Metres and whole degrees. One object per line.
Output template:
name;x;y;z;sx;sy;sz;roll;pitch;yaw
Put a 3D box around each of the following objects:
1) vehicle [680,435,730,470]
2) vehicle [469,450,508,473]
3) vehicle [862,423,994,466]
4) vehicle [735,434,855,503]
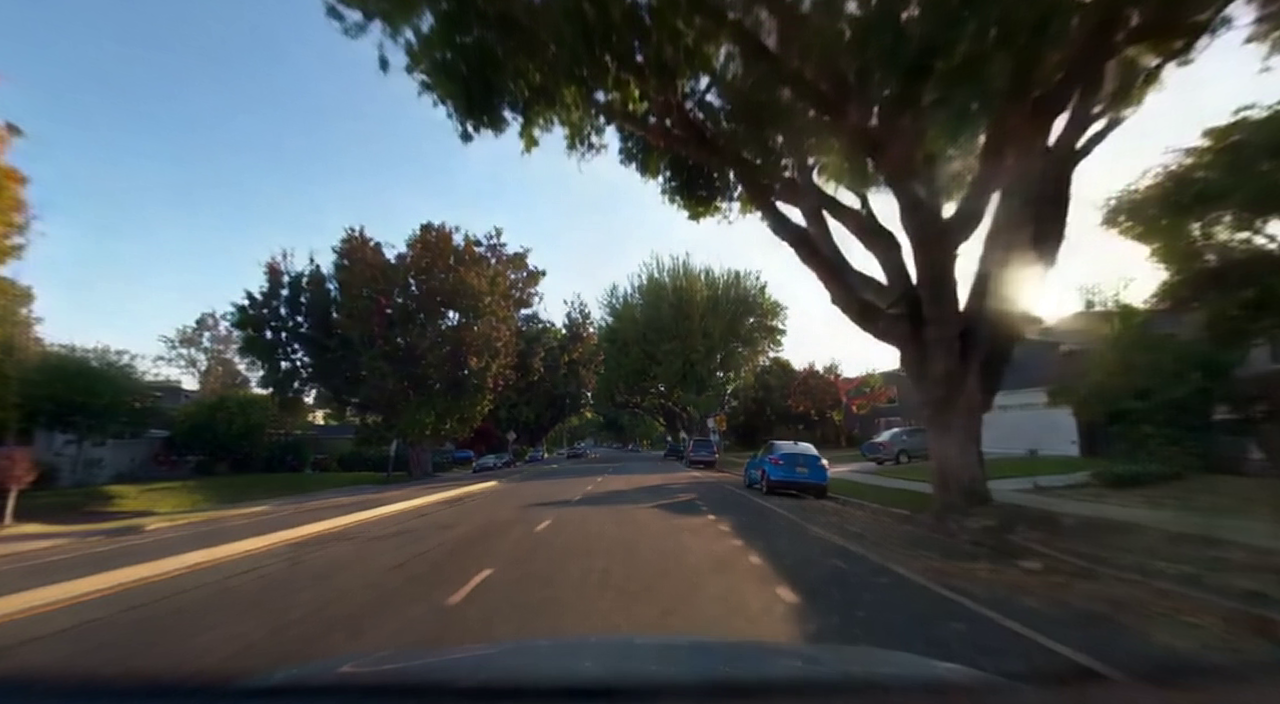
vehicle;3.902;6.156;38.856;2.319;1.938;5.961;0;-8;-1
vehicle;-11.010;8.000;46.269;1.815;1.532;4.517;0;-8;-2
vehicle;12.166;3.956;26.934;4.660;1.749;1.893;0;-8;-2
vehicle;4.096;3.164;17.609;2.173;1.656;4.514;0;-8;-1
